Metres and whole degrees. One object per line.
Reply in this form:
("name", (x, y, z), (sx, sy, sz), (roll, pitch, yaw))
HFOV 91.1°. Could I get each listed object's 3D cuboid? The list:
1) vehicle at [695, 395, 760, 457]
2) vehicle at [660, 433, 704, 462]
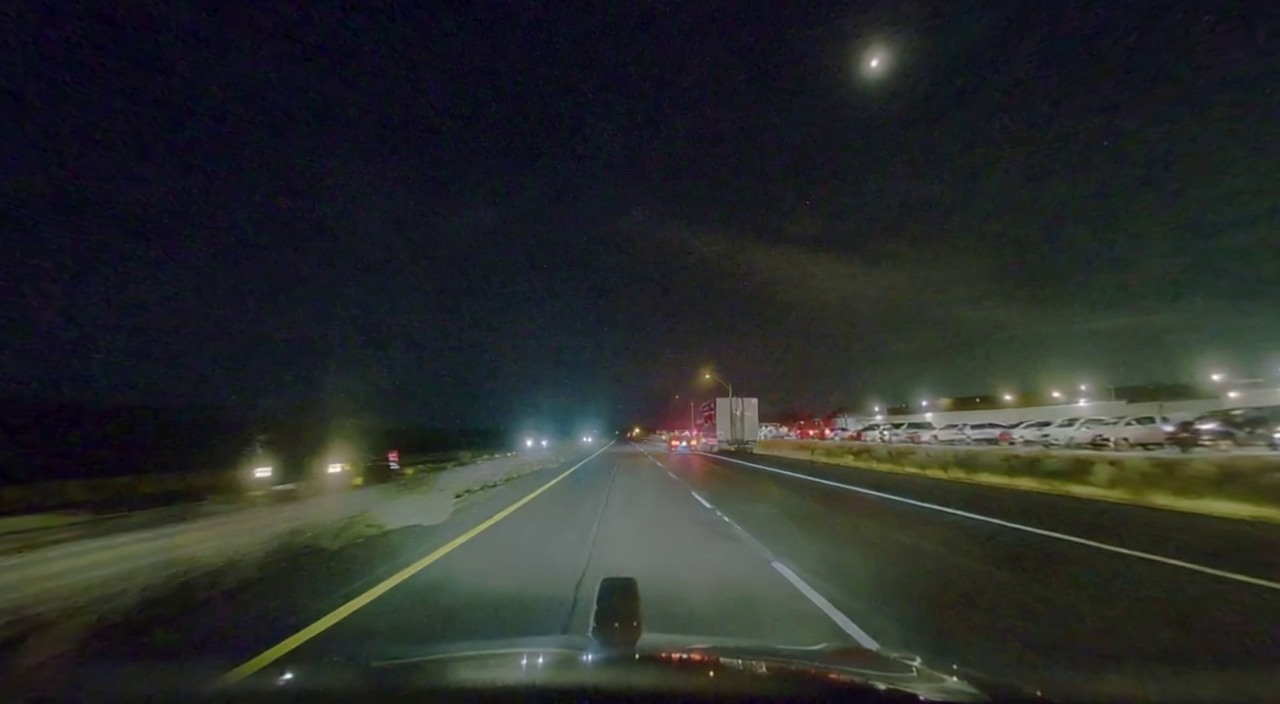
("vehicle", (6.450, 5.840, 48.833), (2.937, 4.119, 14.096), (0, -8, 0))
("vehicle", (2.243, 5.270, 34.904), (2.037, 1.504, 4.248), (0, -8, -2))
